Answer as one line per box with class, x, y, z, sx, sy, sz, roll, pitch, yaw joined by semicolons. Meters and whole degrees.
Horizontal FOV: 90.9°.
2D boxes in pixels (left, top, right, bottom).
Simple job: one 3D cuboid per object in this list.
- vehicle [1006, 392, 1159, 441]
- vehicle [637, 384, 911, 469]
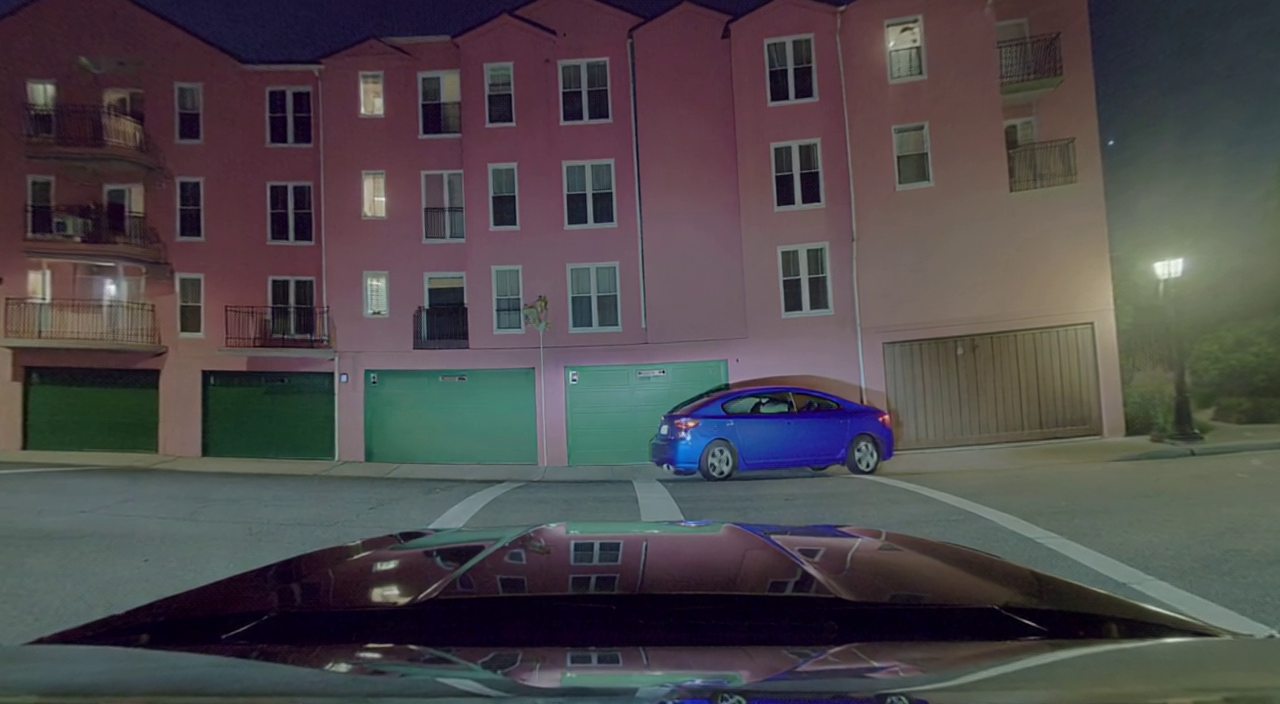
vehicle;15.815;2.351;22.713;3.905;1.475;2.057;-3;-8;-3
vehicle;2.301;1.419;11.838;4.697;1.444;1.825;0;-8;-1
